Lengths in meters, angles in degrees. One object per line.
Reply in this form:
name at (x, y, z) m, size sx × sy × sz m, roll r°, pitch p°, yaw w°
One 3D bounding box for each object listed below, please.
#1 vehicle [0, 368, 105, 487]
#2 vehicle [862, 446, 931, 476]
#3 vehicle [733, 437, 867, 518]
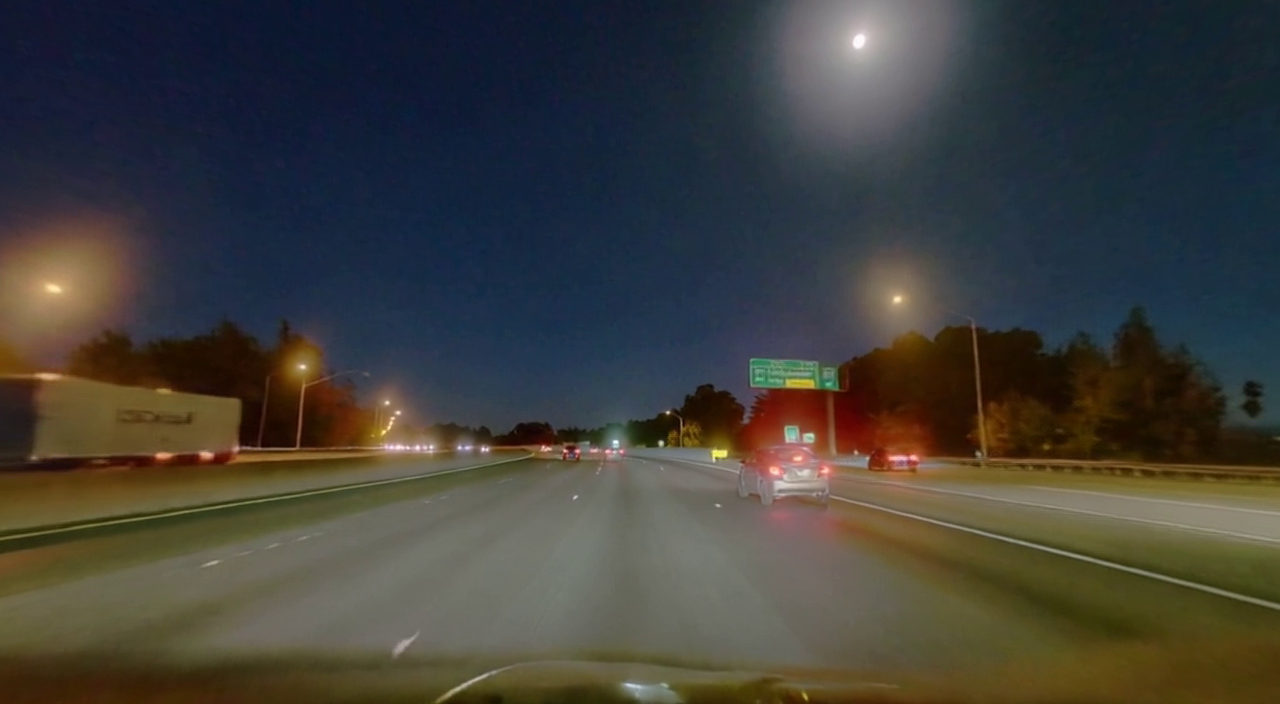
vehicle at (-23.862, 2.813, 23.103) m, size 2.931 × 4.092 × 6.128 m, roll 1°, pitch -9°, yaw -3°
vehicle at (13.415, 5.709, 33.284) m, size 1.878 × 1.486 × 4.636 m, roll 0°, pitch -9°, yaw 2°
vehicle at (3.429, 2.766, 14.315) m, size 1.975 × 1.562 × 3.823 m, roll 0°, pitch -9°, yaw -1°
